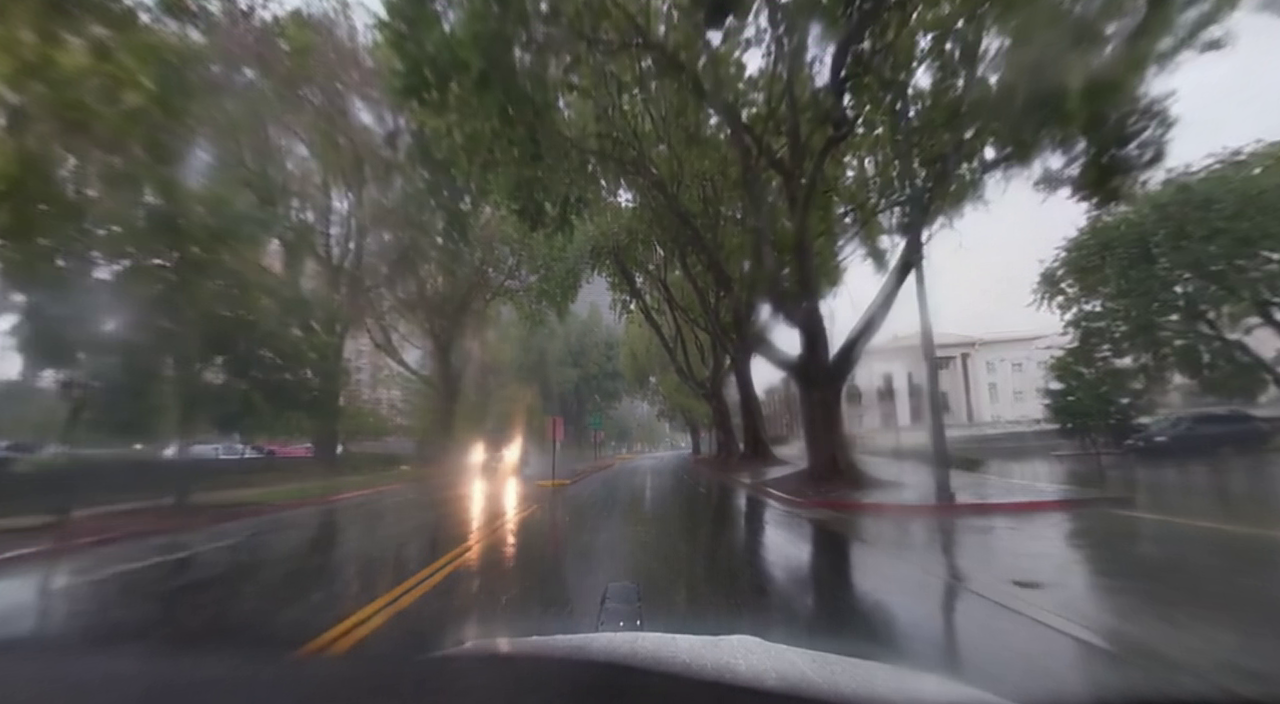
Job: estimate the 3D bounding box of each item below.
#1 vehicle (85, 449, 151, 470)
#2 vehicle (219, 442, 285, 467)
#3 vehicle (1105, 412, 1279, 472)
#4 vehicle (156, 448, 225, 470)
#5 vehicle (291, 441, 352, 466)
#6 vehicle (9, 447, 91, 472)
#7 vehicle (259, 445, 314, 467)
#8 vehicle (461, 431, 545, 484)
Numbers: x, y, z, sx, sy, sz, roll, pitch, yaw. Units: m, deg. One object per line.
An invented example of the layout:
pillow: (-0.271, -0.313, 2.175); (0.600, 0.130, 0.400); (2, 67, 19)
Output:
vehicle: (-39.000, 8.058, 47.334); (1.666, 1.471, 3.630); (2, -10, 2)
vehicle: (-28.463, 7.518, 46.537); (1.977, 1.701, 4.396); (-1, -8, 2)
vehicle: (20.441, 3.343, 23.421); (4.593, 1.776, 2.094); (-4, -9, -1)
vehicle: (-33.563, 7.962, 47.320); (1.785, 1.493, 4.343); (-1, -8, 4)
vehicle: (-23.327, 7.479, 46.454); (1.850, 1.662, 4.580); (1, -10, 3)
vehicle: (-44.239, 8.095, 47.490); (1.823, 1.673, 4.232); (-4, -10, 5)
vehicle: (-26.006, 7.629, 46.612); (1.641, 1.505, 4.016); (-1, -9, 2)
vehicle: (-5.442, 4.278, 25.965); (2.252, 1.936, 5.538); (-1, -8, 0)
